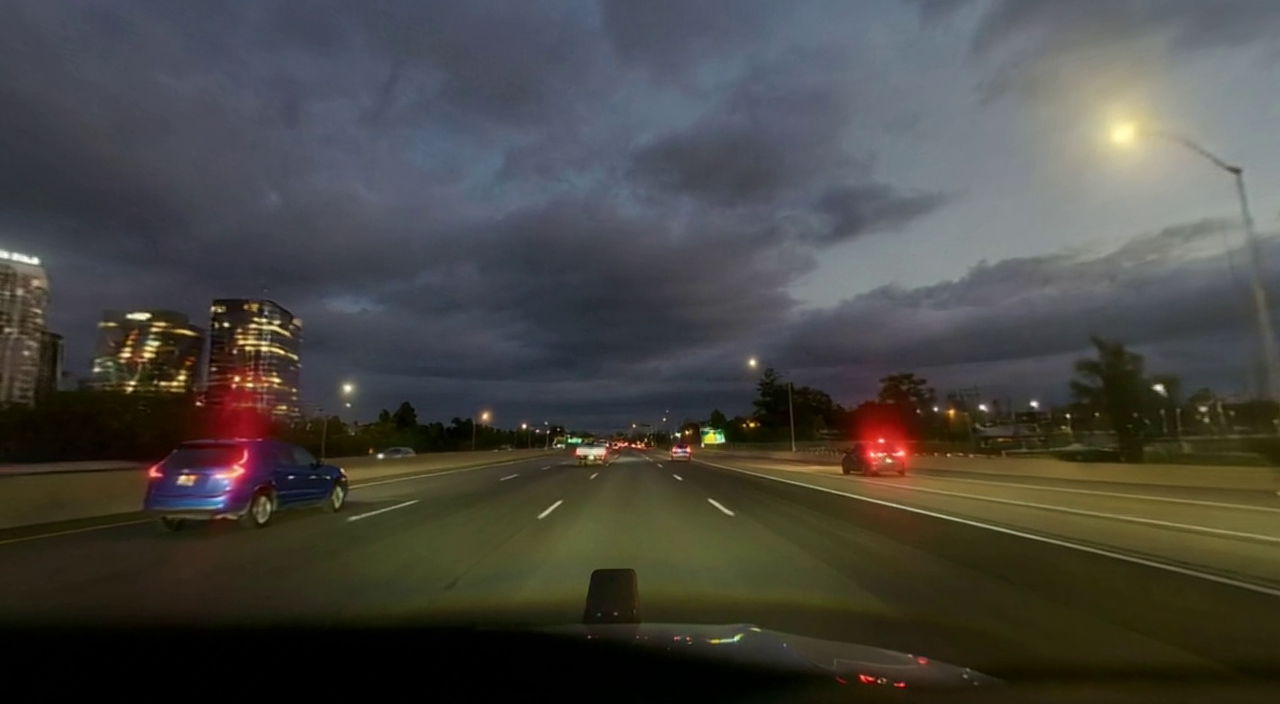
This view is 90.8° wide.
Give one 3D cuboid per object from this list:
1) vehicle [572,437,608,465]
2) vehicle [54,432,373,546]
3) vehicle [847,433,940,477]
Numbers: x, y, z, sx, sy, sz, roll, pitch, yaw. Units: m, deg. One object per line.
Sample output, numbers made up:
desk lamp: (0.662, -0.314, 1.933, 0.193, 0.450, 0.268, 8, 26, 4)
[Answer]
vehicle: (-3.635, 7.305, 46.723, 2.225, 1.967, 4.673, 0, -9, 0)
vehicle: (-6.699, 2.200, 10.886, 2.018, 1.480, 4.999, 0, -9, 0)
vehicle: (11.280, 4.627, 28.499, 2.168, 1.792, 4.457, 0, -9, -2)
